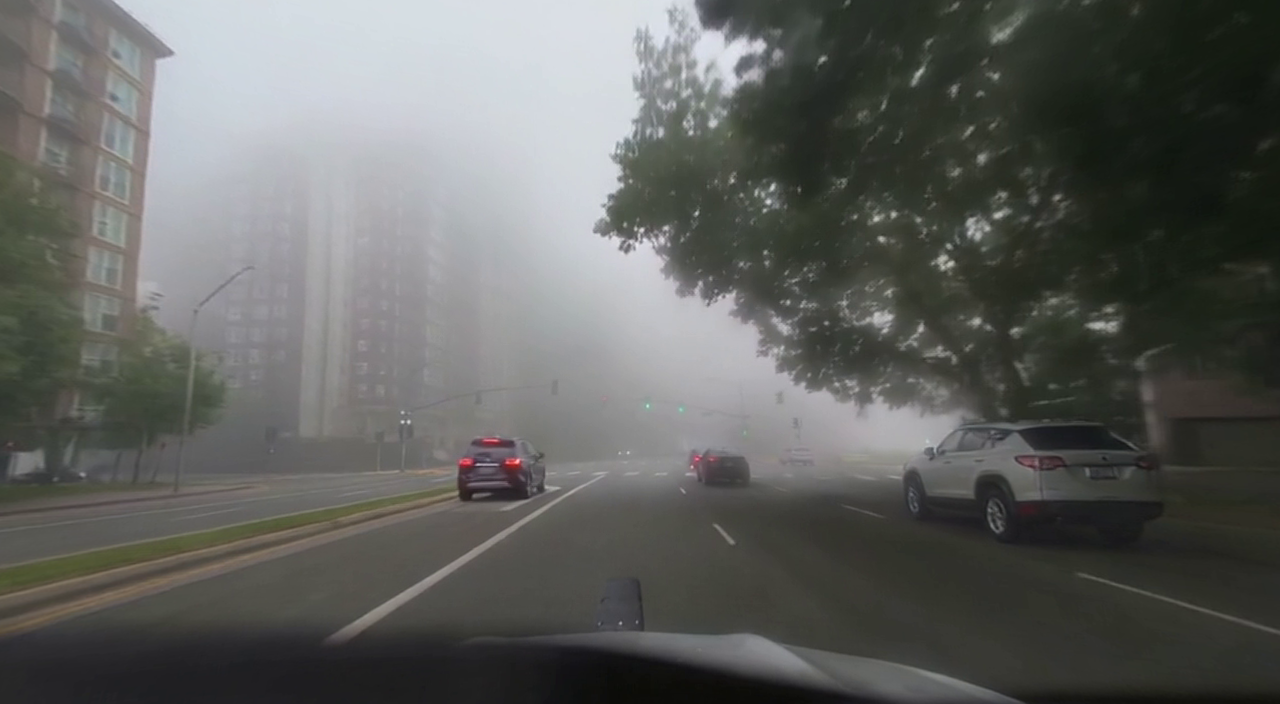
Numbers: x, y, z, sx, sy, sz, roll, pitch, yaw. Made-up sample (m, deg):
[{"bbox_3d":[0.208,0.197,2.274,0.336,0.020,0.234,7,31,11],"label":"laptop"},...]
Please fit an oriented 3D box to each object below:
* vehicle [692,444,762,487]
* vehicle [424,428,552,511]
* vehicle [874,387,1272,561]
[{"bbox_3d":[3.238,4.353,24.462,2.003,1.480,4.494,0,-9,-1],"label":"vehicle"},{"bbox_3d":[-3.488,2.793,15.415,2.065,1.716,4.265,0,-9,-1],"label":"vehicle"},{"bbox_3d":[6.118,1.864,10.307,2.427,2.017,5.763,0,-9,1],"label":"vehicle"}]
